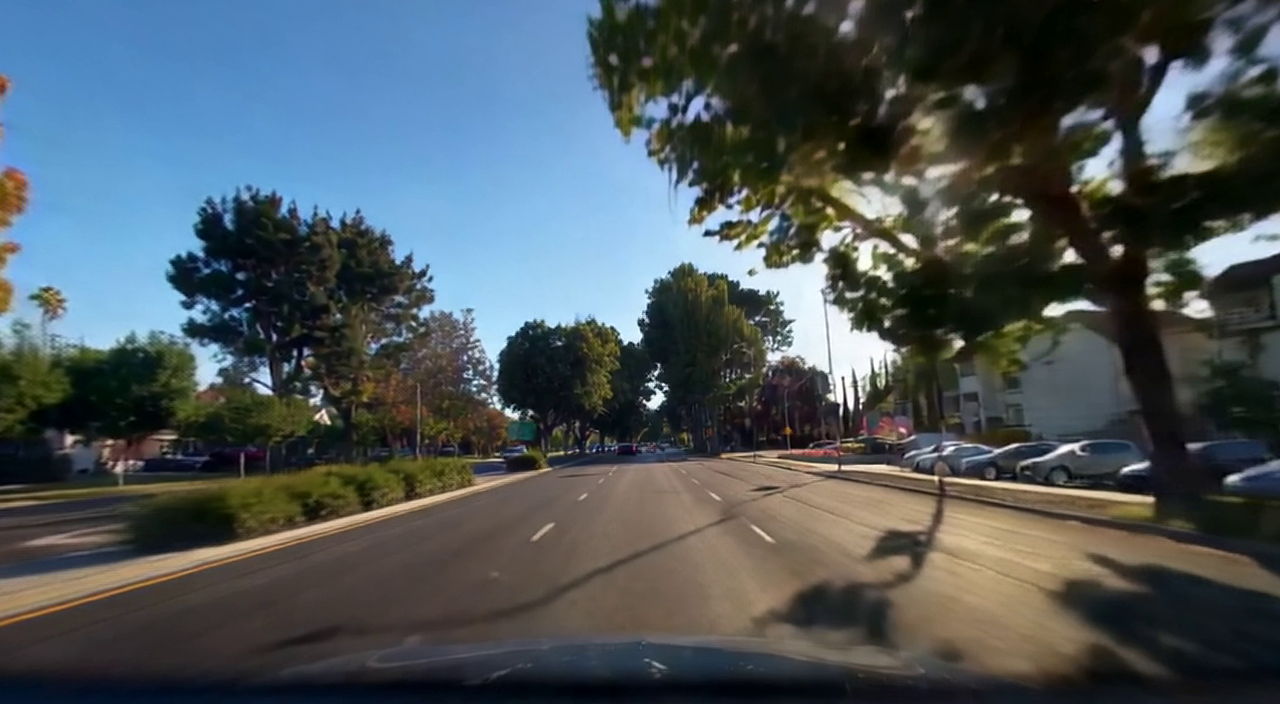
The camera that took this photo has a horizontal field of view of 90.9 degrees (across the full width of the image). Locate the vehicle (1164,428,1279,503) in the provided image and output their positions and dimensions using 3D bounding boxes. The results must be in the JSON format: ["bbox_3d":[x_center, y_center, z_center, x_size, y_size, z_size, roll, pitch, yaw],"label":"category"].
[{"bbox_3d":[15.377,2.635,14.791,4.350,1.631,1.954,0,-8,0],"label":"vehicle"}]
